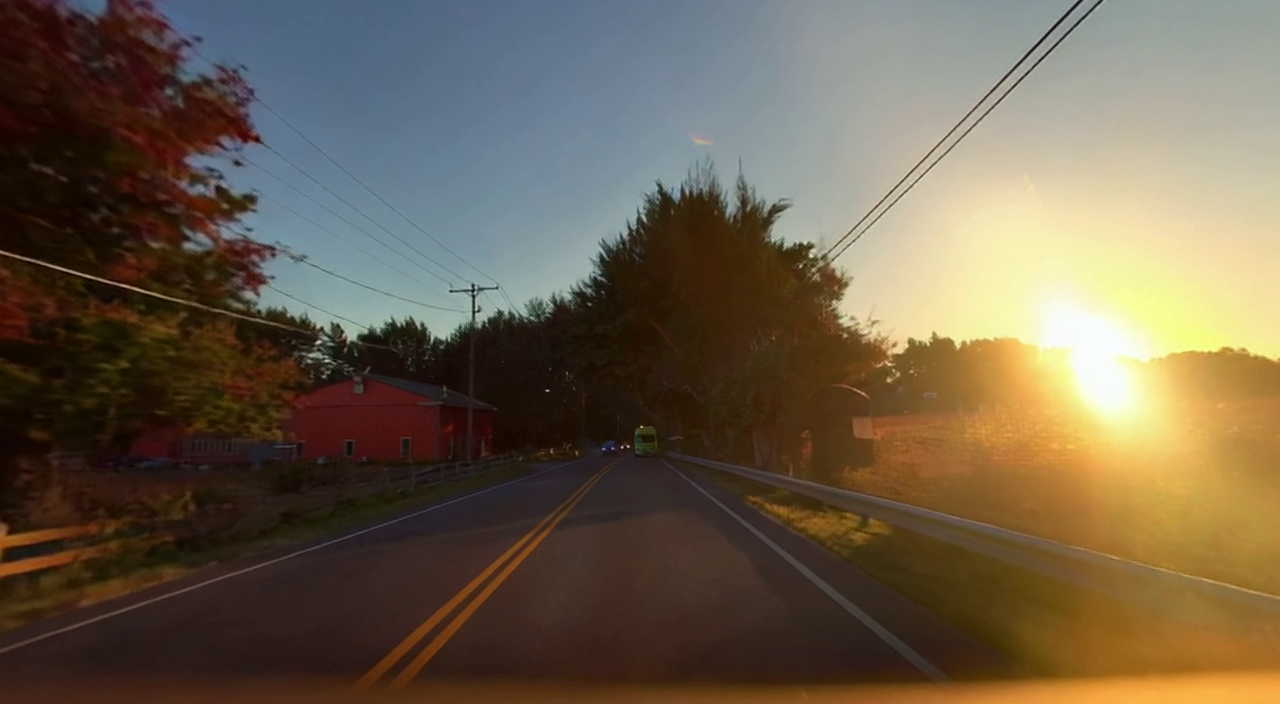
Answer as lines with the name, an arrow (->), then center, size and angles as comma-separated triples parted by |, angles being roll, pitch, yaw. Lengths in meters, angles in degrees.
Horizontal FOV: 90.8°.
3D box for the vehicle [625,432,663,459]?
vehicle -> 0.186, 7.008, 47.307 | 2.649, 1.870, 5.885 | 0, -8, -2
